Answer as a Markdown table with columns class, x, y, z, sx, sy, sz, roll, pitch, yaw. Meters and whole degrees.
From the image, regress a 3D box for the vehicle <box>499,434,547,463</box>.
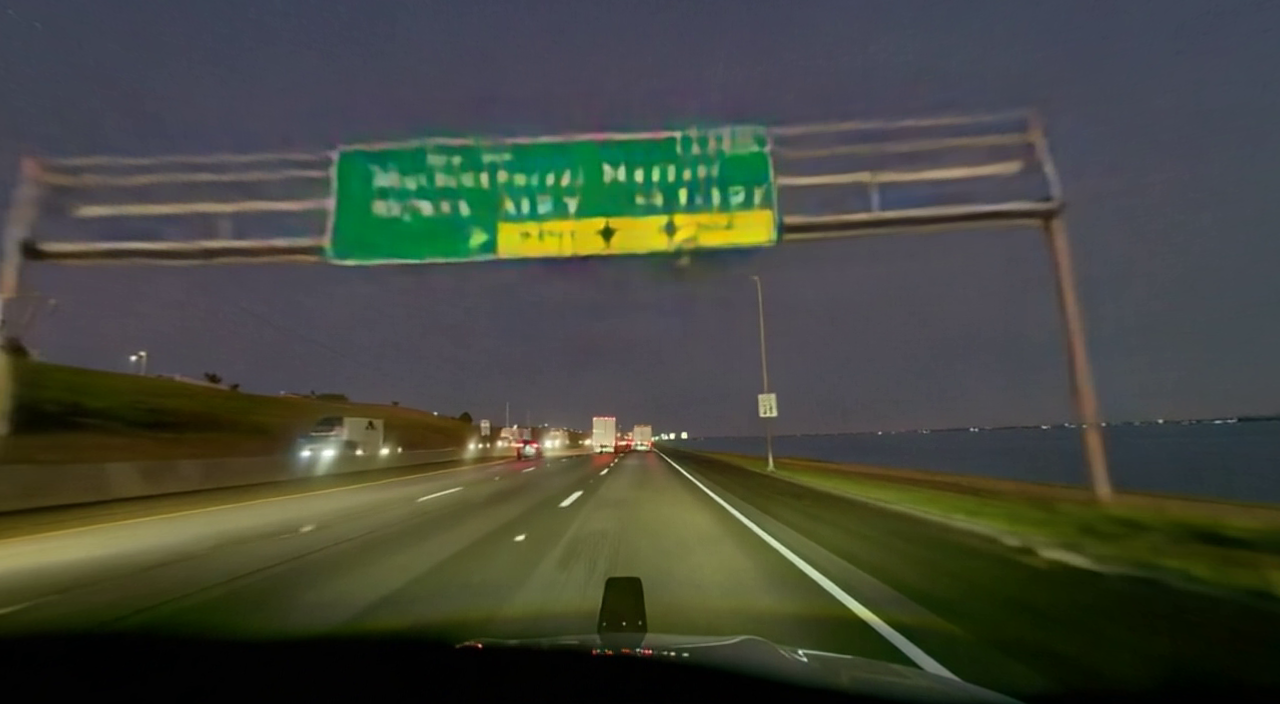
| class | x | y | z | sx | sy | sz | roll | pitch | yaw |
| --- | --- | --- | --- | --- | --- | --- | --- | --- | --- |
| vehicle | -7.586 | 6.296 | 41.261 | 2.192 | 1.762 | 4.559 | -1 | -8 | 1 |

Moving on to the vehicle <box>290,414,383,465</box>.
| class | x | y | z | sx | sy | sz | roll | pitch | yaw |
| --- | --- | --- | --- | --- | --- | --- | --- | --- | --- |
| vehicle | -21.098 | 6.186 | 44.399 | 2.768 | 3.286 | 7.386 | 0 | -8 | 0 |

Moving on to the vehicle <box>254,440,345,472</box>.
| class | x | y | z | sx | sy | sz | roll | pitch | yaw |
| --- | --- | --- | --- | --- | --- | --- | --- | --- | --- |
| vehicle | -17.381 | 5.321 | 32.488 | 1.922 | 1.486 | 4.775 | 0 | -8 | 1 |
